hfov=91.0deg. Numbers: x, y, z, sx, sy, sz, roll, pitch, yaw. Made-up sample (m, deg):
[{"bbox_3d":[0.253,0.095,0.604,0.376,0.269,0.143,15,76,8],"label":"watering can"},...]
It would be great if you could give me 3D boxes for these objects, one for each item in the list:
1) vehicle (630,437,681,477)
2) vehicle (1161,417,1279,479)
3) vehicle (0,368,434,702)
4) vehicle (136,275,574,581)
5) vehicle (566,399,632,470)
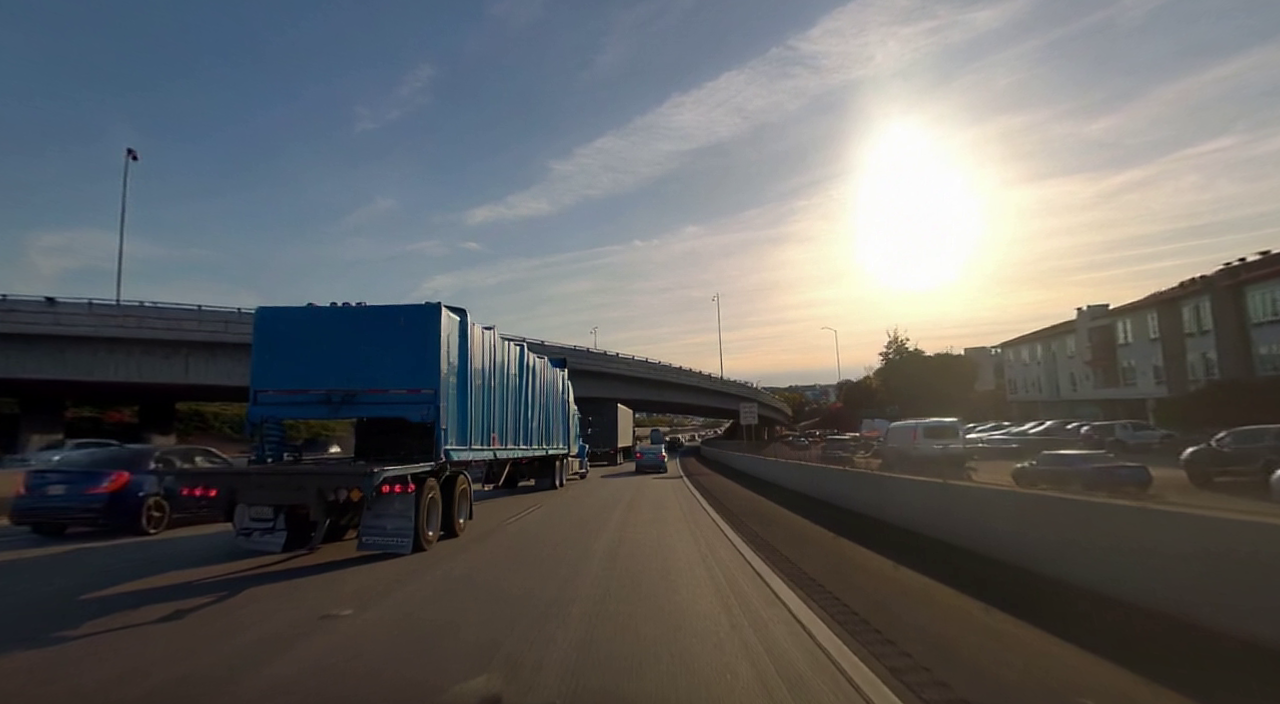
[{"bbox_3d":[0.733,4.727,28.538,2.178,1.640,4.071,0,-9,2],"label":"vehicle"},{"bbox_3d":[18.714,2.787,18.415,4.725,1.713,2.110,-3,-9,13],"label":"vehicle"},{"bbox_3d":[-3.781,1.208,5.208,2.896,1.779,3.441,0,-8,1],"label":"vehicle"},{"bbox_3d":[-3.469,1.443,11.249,3.020,3.192,9.194,-1,-9,4],"label":"vehicle"},{"bbox_3d":[-2.302,5.289,39.766,3.073,3.894,9.782,-1,-9,3],"label":"vehicle"}]
